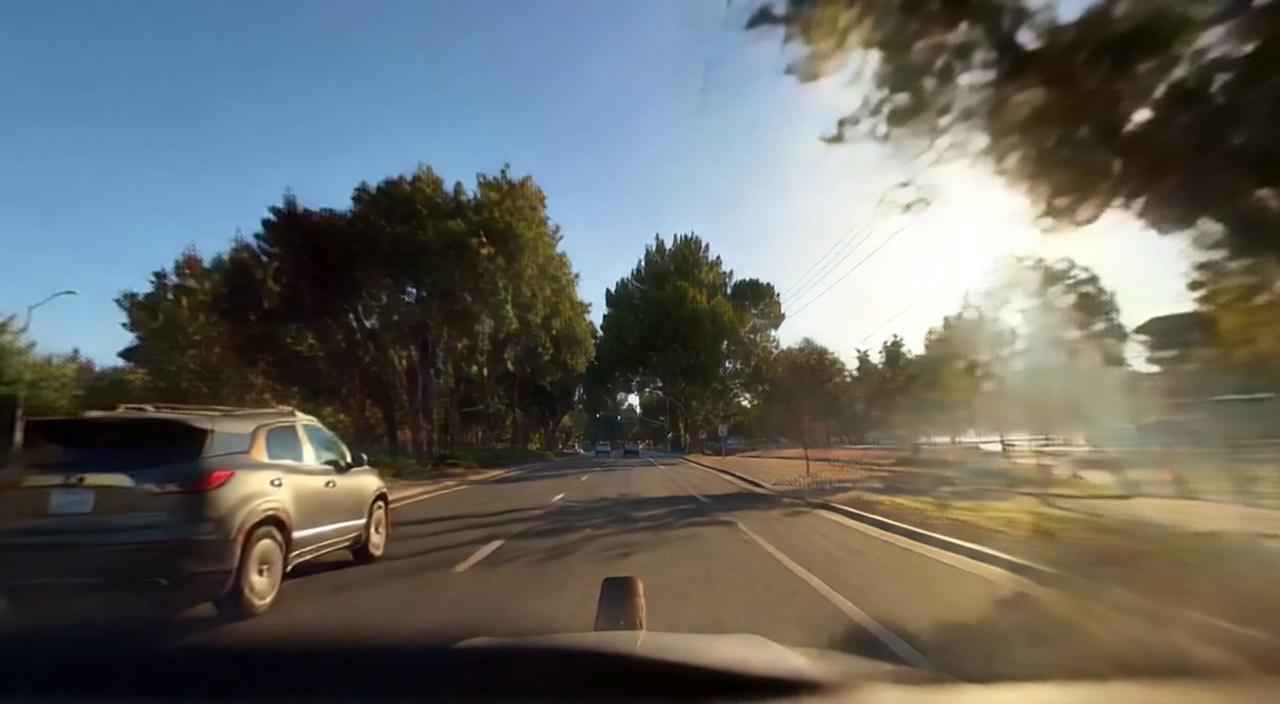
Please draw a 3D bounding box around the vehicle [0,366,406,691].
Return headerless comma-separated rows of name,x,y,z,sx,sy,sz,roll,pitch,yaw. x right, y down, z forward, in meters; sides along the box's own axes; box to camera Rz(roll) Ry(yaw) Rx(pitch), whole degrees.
vehicle,-3.770,1.242,5.469,2.018,1.769,3.897,0,-8,-1
